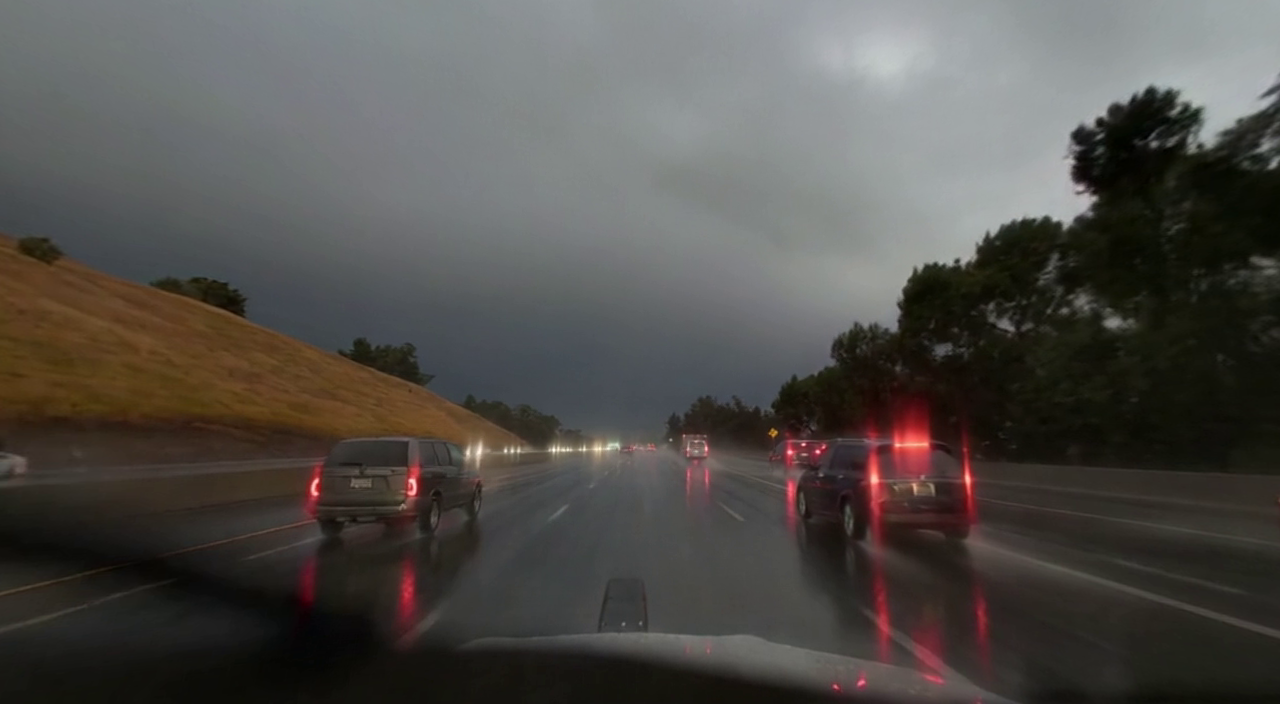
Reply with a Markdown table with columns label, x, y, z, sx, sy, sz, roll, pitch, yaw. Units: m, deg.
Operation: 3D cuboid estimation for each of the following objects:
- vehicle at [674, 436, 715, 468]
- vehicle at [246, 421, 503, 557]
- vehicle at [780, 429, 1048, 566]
| label | x | y | z | sx | sy | sz | roll | pitch | yaw |
| --- | --- | --- | --- | --- | --- | --- | --- | --- | --- |
| vehicle | 3.459 | 6.484 | 40.980 | 2.121 | 1.925 | 5.056 | 0 | -9 | -1 |
| vehicle | -3.810 | 2.053 | 10.155 | 2.166 | 1.672 | 4.388 | 0 | -9 | 1 |
| vehicle | 3.489 | 1.919 | 9.115 | 1.941 | 1.481 | 4.300 | 0 | -9 | 0 |
